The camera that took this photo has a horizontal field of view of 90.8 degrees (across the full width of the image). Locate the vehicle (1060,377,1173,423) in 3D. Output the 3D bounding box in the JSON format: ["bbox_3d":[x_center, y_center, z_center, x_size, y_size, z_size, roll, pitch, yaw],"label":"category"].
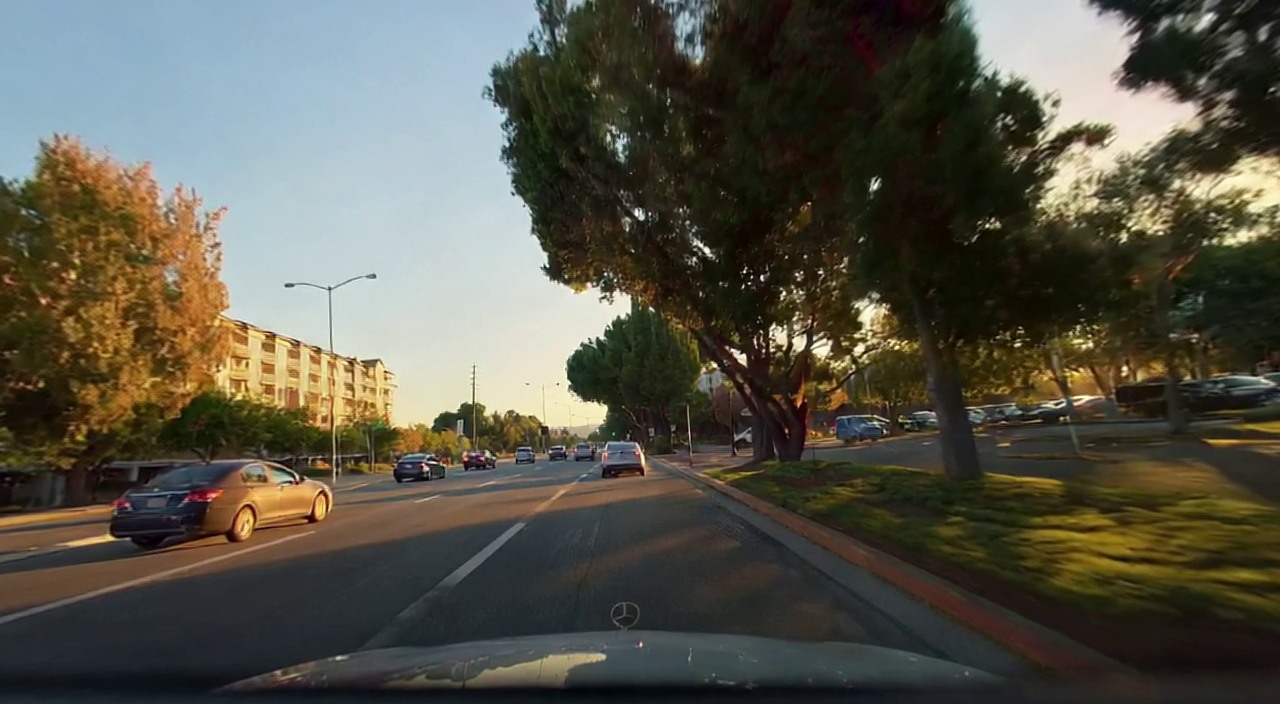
[{"bbox_3d":[34.315,3.594,45.906,2.608,2.389,6.582,-9,-8,-3],"label":"vehicle"}]

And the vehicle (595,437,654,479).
[{"bbox_3d":[-0.643,4.105,24.656,2.099,1.469,4.389,0,-8,-2],"label":"vehicle"}]

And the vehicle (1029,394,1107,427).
[{"bbox_3d":[31.422,4.399,46.600,2.074,1.749,4.957,-1,-13,-1],"label":"vehicle"}]

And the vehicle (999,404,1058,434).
[{"bbox_3d":[28.572,4.892,46.608,1.882,1.730,4.753,-6,-3,9],"label":"vehicle"}]

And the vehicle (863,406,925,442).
[{"bbox_3d":[17.912,5.145,44.816,2.002,2.015,4.254,-9,-8,-7],"label":"vehicle"}]

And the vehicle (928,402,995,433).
[{"bbox_3d":[23.289,4.808,45.945,2.118,1.724,4.361,-9,-8,-5],"label":"vehicle"}]

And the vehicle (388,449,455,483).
[{"bbox_3d":[-10.431,5.442,30.495,2.024,1.484,4.592,1,-9,-6],"label":"vehicle"}]

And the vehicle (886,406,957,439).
[{"bbox_3d":[20.254,5.069,45.743,2.079,1.985,5.085,-8,-5,-7],"label":"vehicle"}]

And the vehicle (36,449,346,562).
[{"bbox_3d":[-7.017,2.387,10.690,1.906,1.449,4.576,0,-8,0],"label":"vehicle"}]
